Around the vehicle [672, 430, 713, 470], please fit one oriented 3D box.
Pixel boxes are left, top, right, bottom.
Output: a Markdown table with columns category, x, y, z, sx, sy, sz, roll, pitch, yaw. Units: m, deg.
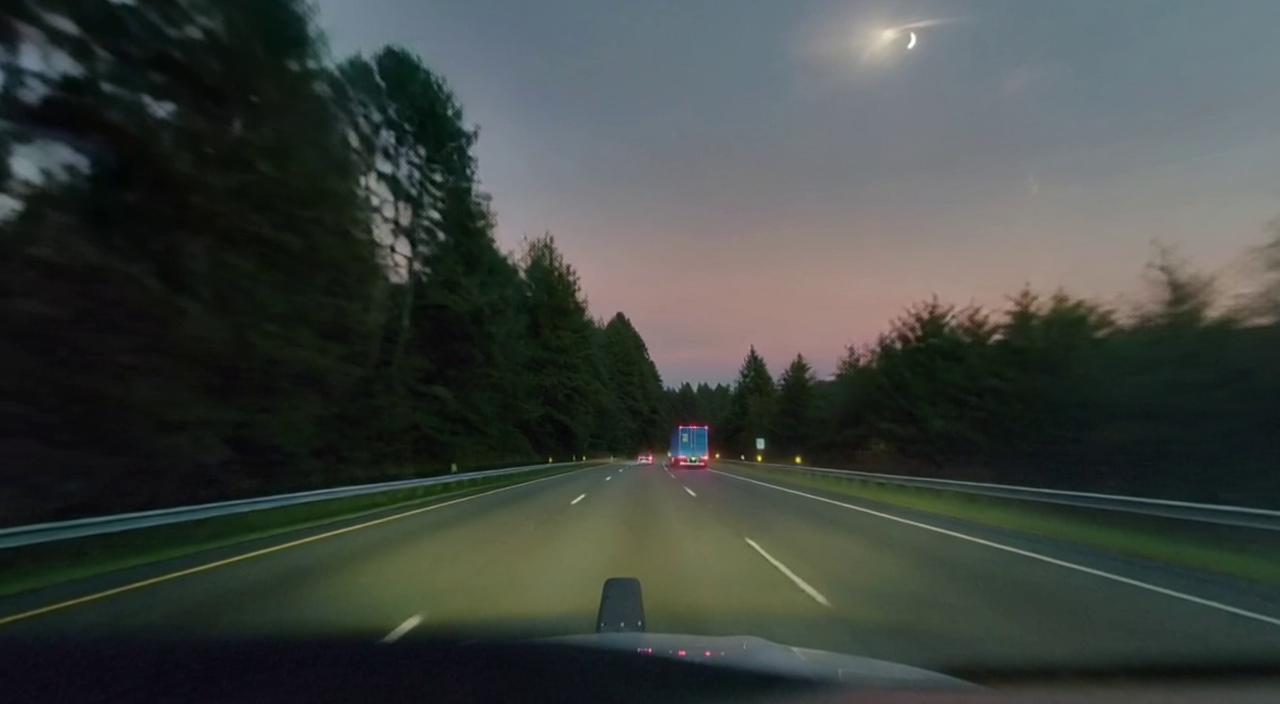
| category | x | y | z | sx | sy | sz | roll | pitch | yaw |
| --- | --- | --- | --- | --- | --- | --- | --- | --- | --- |
| vehicle | 3.858 | 7.426 | 47.519 | 2.572 | 2.795 | 5.978 | 0 | -9 | -1 |
